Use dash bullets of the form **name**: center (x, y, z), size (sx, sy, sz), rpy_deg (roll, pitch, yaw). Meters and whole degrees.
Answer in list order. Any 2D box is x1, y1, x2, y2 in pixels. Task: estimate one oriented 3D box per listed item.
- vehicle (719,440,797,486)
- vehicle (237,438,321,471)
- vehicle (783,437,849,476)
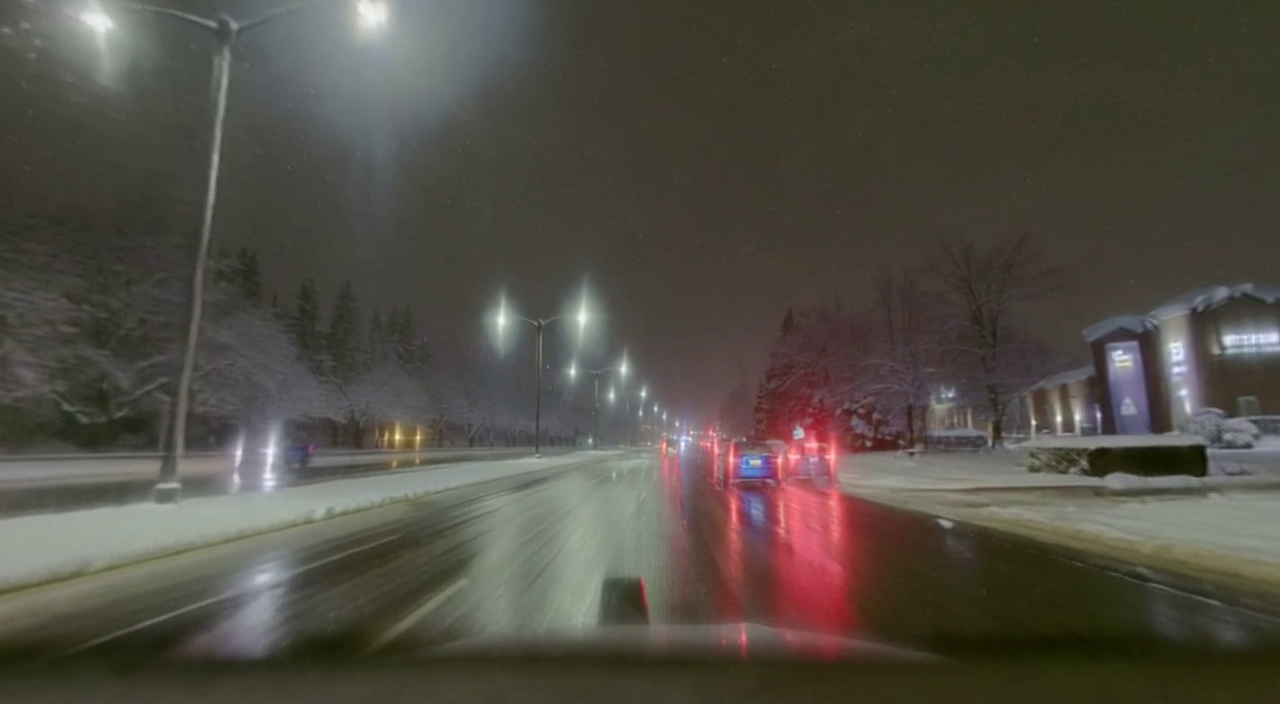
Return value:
- **vehicle**: center (4.168, 3.992, 22.989), size (1.981, 1.499, 4.536), rpy_deg (0, -8, 0)
- **vehicle**: center (-19.370, 5.487, 34.085), size (2.140, 1.626, 4.526), rpy_deg (0, -8, -5)
- **vehicle**: center (8.735, 5.236, 31.753), size (2.104, 1.801, 4.628), rpy_deg (0, -8, 2)
